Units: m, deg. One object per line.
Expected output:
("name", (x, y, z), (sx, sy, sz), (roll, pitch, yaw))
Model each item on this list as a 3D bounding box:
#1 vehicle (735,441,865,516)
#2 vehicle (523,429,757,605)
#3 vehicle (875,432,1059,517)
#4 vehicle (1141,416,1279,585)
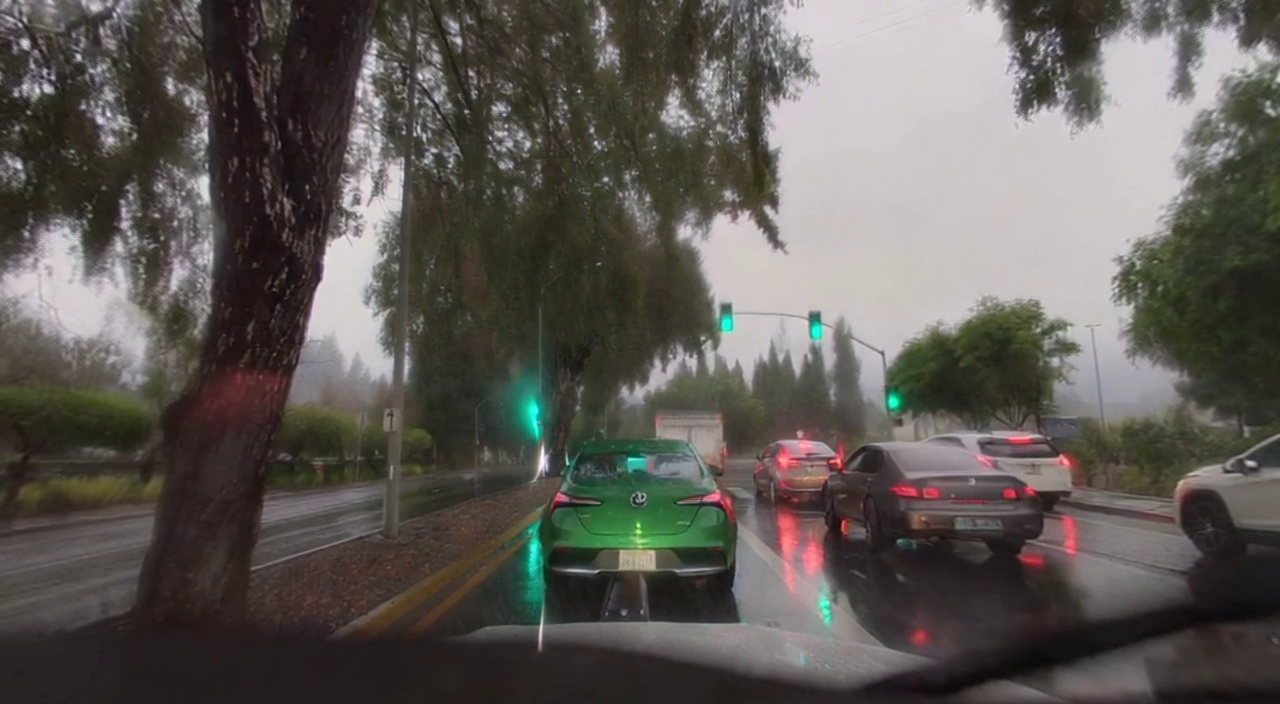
("vehicle", (3.566, 2.905, 14.993), (1.934, 1.494, 4.446), (0, -9, 0))
("vehicle", (0.015, 1.745, 7.483), (2.015, 1.502, 3.898), (0, -9, 0))
("vehicle", (7.043, 2.673, 14.174), (1.923, 1.611, 4.094), (0, -9, 0))
("vehicle", (6.938, 1.377, 5.806), (1.783, 1.572, 3.421), (0, -9, 1))
